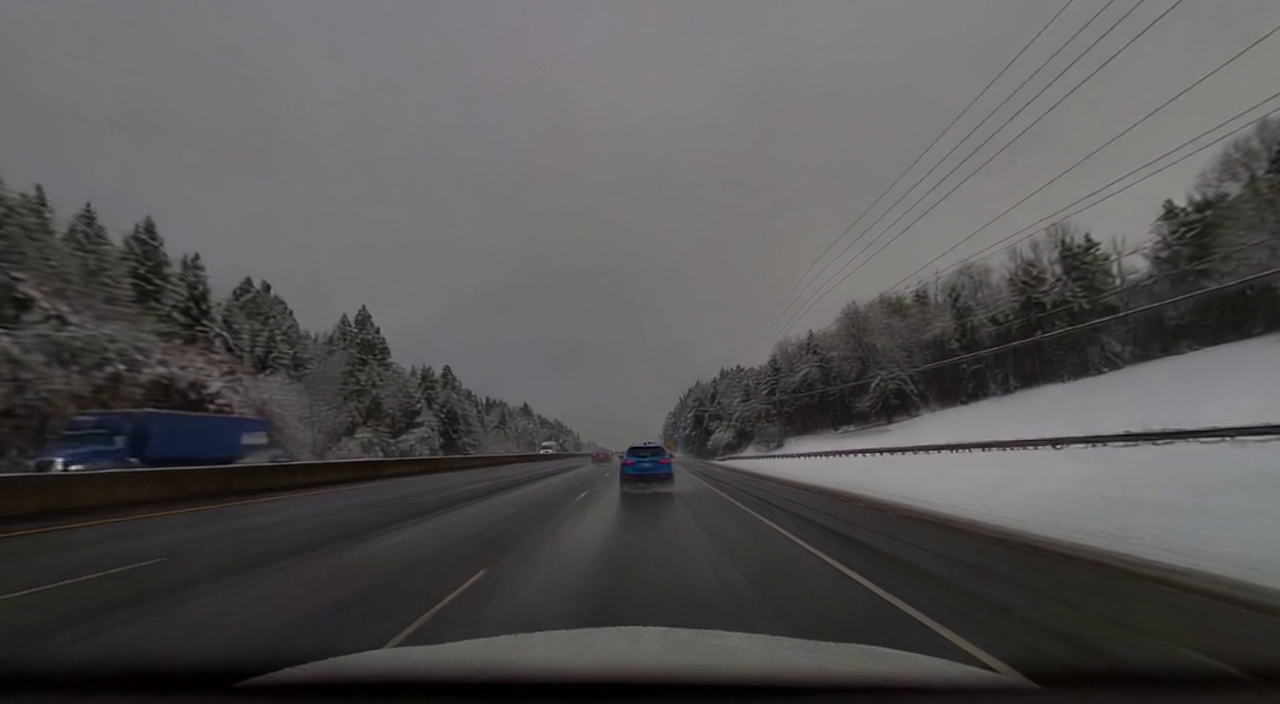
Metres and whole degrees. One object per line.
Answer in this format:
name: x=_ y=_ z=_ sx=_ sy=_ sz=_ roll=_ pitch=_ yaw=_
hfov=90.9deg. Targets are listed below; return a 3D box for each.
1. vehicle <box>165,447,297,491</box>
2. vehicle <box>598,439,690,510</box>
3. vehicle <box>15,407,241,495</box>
vehicle: x=-15.731 y=4.496 z=24.612 sx=1.985 sy=1.504 sz=4.648 roll=0 pitch=-9 yaw=1
vehicle: x=0.077 y=2.969 z=15.703 sx=1.966 sy=1.499 sz=4.298 roll=0 pitch=-9 yaw=0
vehicle: x=-23.984 y=4.789 z=30.578 sx=2.966 sy=3.582 sz=9.355 roll=0 pitch=-9 yaw=0
